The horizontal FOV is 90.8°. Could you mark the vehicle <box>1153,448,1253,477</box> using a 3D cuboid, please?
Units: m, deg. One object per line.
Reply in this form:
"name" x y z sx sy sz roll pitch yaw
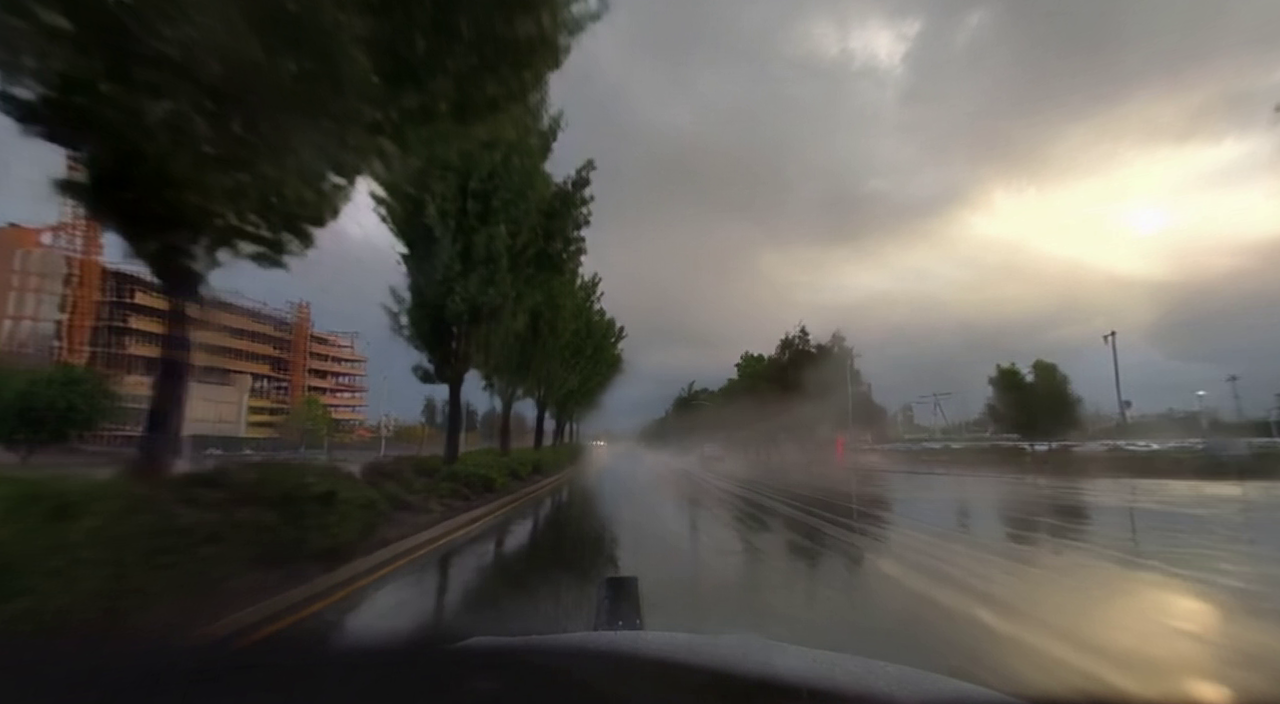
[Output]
"vehicle" 36.708 7.178 41.242 4.623 1.714 2.066 -8 -12 43
